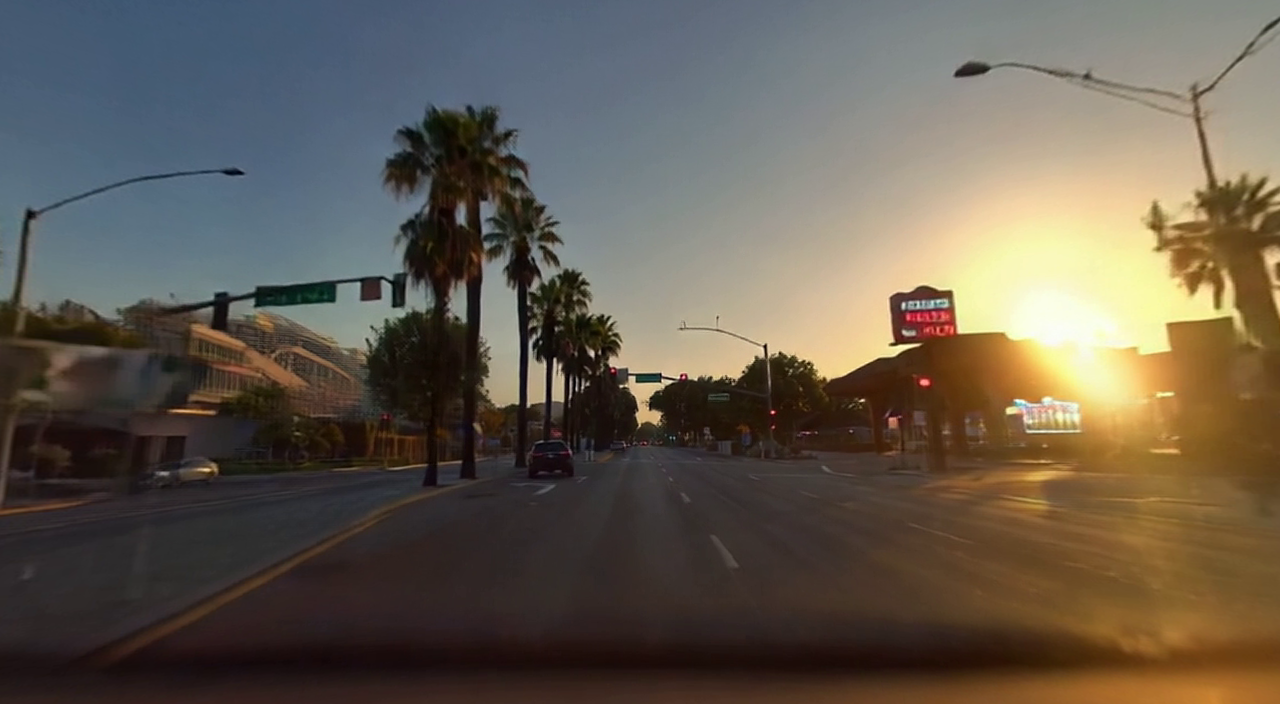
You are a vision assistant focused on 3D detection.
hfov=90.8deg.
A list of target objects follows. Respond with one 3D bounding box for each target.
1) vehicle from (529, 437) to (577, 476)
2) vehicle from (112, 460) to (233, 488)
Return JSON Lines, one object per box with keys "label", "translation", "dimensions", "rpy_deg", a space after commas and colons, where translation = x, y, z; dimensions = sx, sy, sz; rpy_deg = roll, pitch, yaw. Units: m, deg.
{"label": "vehicle", "translation": [-4.050, 4.767, 29.105], "dimensions": [1.990, 1.639, 3.885], "rpy_deg": [1, -8, -9]}
{"label": "vehicle", "translation": [-25.129, 6.559, 34.092], "dimensions": [4.854, 1.406, 2.060], "rpy_deg": [0, -8, 0]}
